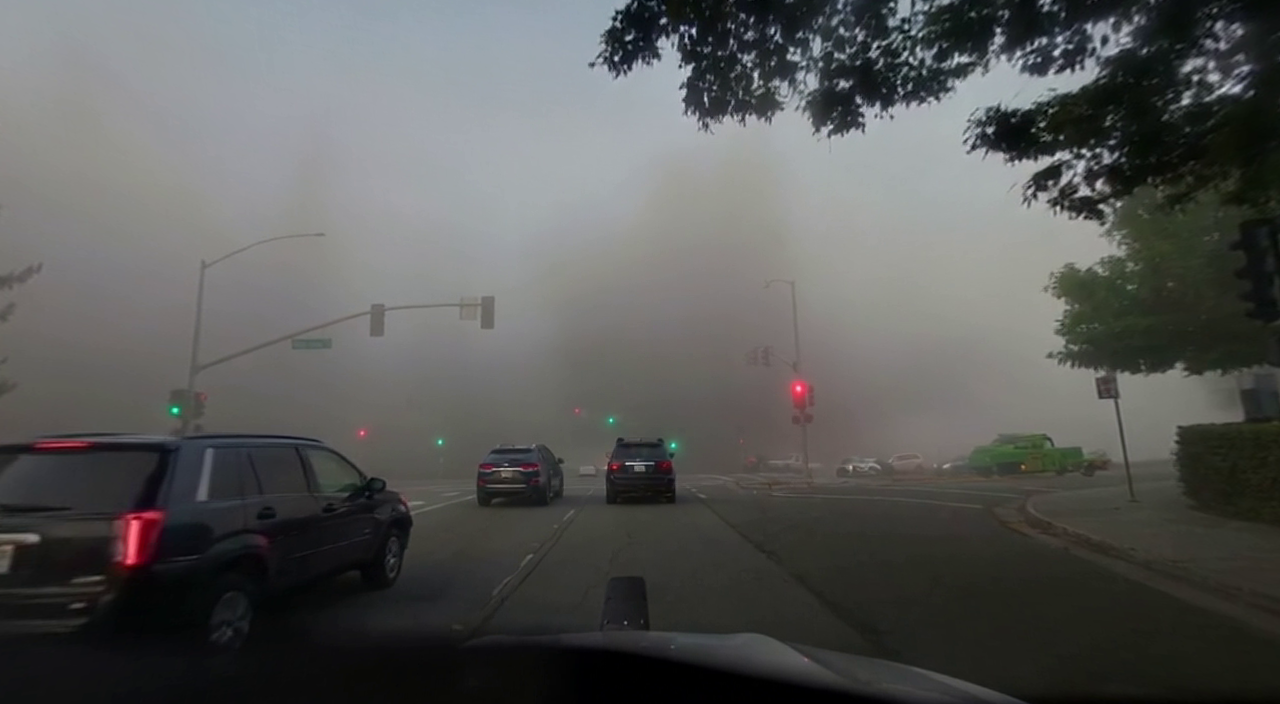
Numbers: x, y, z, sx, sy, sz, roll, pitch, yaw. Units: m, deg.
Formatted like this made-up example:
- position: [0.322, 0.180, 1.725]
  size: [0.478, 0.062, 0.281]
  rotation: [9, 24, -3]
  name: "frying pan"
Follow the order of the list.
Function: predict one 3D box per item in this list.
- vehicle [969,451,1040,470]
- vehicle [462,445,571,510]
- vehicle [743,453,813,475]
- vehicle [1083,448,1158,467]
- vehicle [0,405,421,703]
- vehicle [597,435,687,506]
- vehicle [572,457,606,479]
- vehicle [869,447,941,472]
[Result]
- position: [28.828, 8.581, 49.953]
  size: [4.365, 1.448, 1.928]
  rotation: [0, -9, 0]
  name: "vehicle"
- position: [-3.093, 3.221, 16.783]
  size: [2.013, 1.474, 4.393]
  rotation: [0, -8, 0]
  name: "vehicle"
- position: [10.771, 8.820, 49.498]
  size: [4.875, 1.473, 2.077]
  rotation: [-2, -12, -2]
  name: "vehicle"
- position: [37.938, 8.315, 49.795]
  size: [4.525, 1.468, 1.839]
  rotation: [1, -9, -5]
  name: "vehicle"
- position: [-3.165, 1.252, 4.459]
  size: [1.960, 1.528, 3.490]
  rotation: [0, -8, 0]
  name: "vehicle"
- position: [0.032, 3.136, 17.137]
  size: [2.163, 1.678, 3.846]
  rotation: [0, -8, 0]
  name: "vehicle"
- position: [-3.663, 8.406, 45.778]
  size: [2.101, 1.443, 4.367]
  rotation: [0, -8, 0]
  name: "vehicle"
- position: [20.890, 8.489, 49.771]
  size: [4.585, 1.681, 2.140]
  rotation: [-3, -10, 0]
  name: "vehicle"
